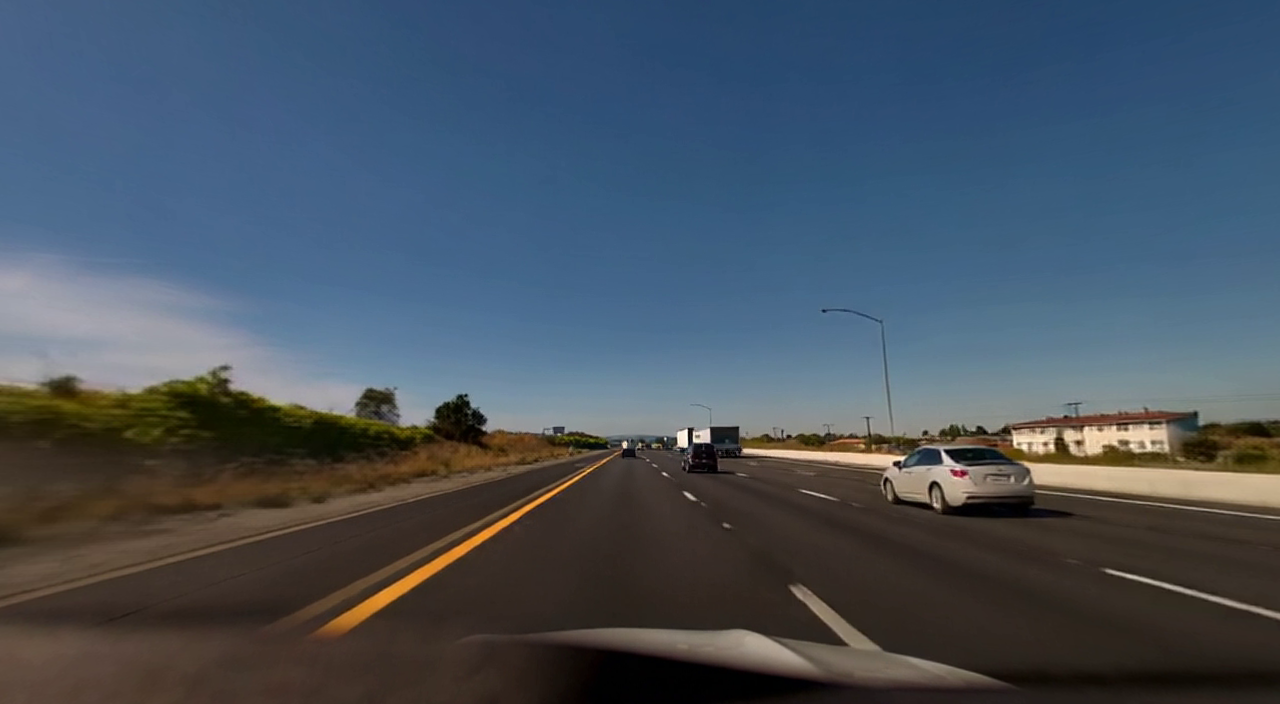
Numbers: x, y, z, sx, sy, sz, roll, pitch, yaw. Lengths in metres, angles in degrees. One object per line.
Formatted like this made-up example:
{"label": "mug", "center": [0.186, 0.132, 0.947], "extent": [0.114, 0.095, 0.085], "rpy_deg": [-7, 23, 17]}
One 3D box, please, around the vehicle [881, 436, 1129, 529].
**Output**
{"label": "vehicle", "center": [6.980, 2.513, 12.931], "extent": [2.046, 1.509, 4.929], "rpy_deg": [0, -8, -2]}

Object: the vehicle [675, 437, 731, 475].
{"label": "vehicle", "center": [3.104, 5.271, 32.218], "extent": [2.141, 1.785, 4.778], "rpy_deg": [0, -8, -2]}
